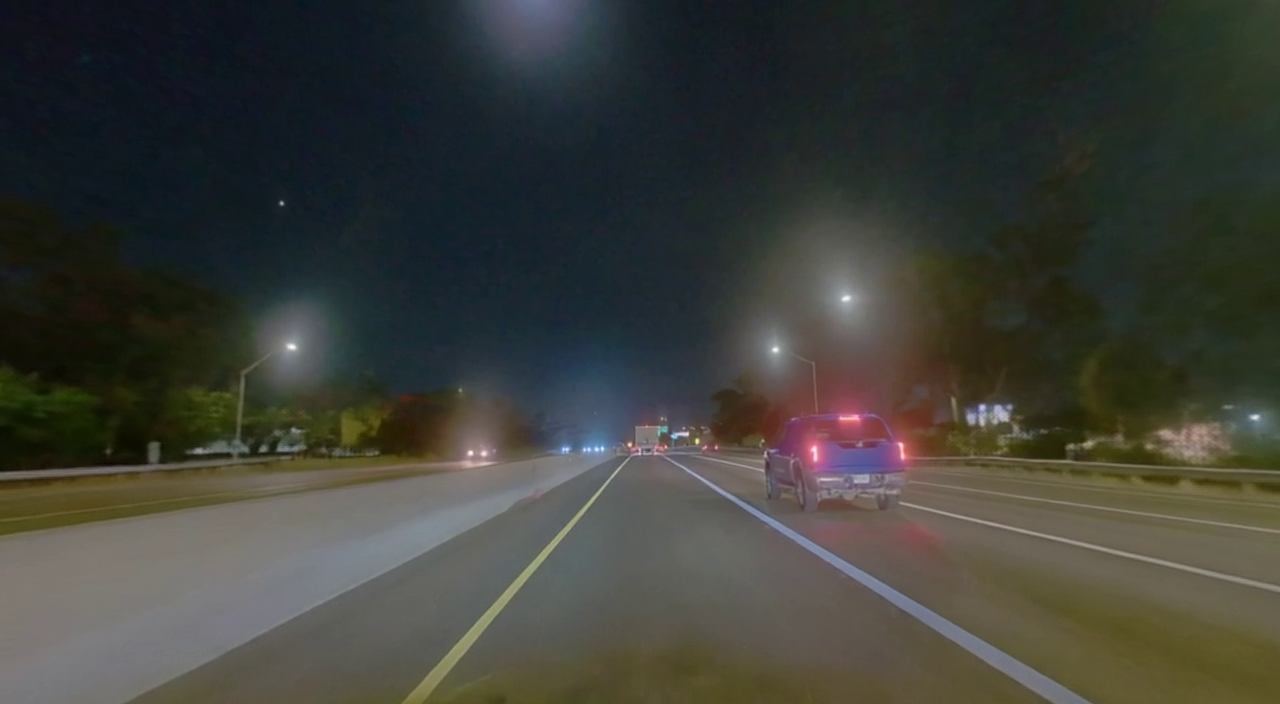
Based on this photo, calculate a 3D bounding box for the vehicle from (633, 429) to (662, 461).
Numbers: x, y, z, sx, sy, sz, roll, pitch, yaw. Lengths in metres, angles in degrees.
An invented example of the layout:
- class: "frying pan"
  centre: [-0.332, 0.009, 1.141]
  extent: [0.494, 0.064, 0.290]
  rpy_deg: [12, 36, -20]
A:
- class: "vehicle"
  centre: [0.540, 7.085, 47.945]
  extent: [2.099, 2.260, 4.899]
  rpy_deg: [0, -9, 0]

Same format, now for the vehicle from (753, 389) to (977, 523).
- class: "vehicle"
  centre: [4.180, 2.127, 13.185]
  extent: [2.594, 2.155, 5.670]
  rpy_deg: [-1, -9, 0]
